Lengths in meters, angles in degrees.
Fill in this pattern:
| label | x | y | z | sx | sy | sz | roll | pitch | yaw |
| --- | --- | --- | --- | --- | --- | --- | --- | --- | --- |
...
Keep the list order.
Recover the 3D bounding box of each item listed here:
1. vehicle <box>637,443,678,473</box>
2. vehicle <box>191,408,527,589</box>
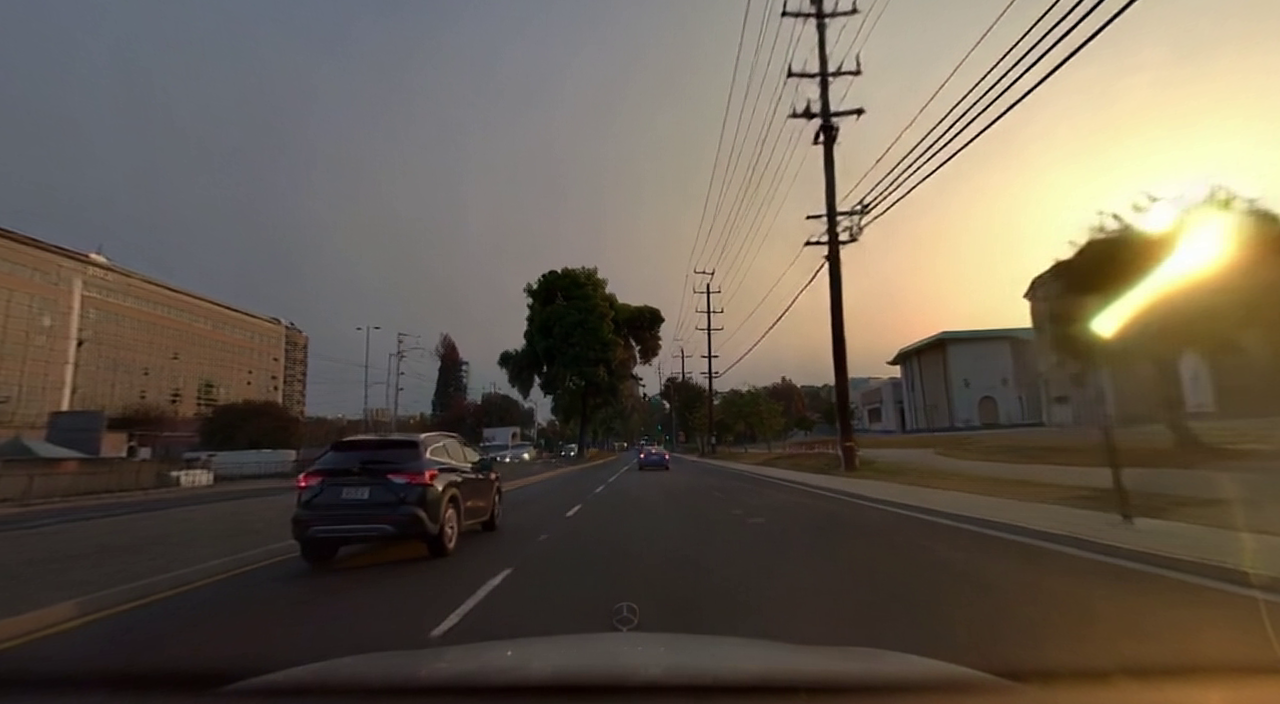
| label | x | y | z | sx | sy | sz | roll | pitch | yaw |
| --- | --- | --- | --- | --- | --- | --- | --- | --- | --- |
| vehicle | 0.914 | 5.844 | 34.970 | 2.114 | 1.492 | 4.453 | 0 | -8 | 0 |
| vehicle | -3.063 | 1.713 | 8.317 | 2.169 | 1.679 | 4.723 | -1 | -8 | 1 |
